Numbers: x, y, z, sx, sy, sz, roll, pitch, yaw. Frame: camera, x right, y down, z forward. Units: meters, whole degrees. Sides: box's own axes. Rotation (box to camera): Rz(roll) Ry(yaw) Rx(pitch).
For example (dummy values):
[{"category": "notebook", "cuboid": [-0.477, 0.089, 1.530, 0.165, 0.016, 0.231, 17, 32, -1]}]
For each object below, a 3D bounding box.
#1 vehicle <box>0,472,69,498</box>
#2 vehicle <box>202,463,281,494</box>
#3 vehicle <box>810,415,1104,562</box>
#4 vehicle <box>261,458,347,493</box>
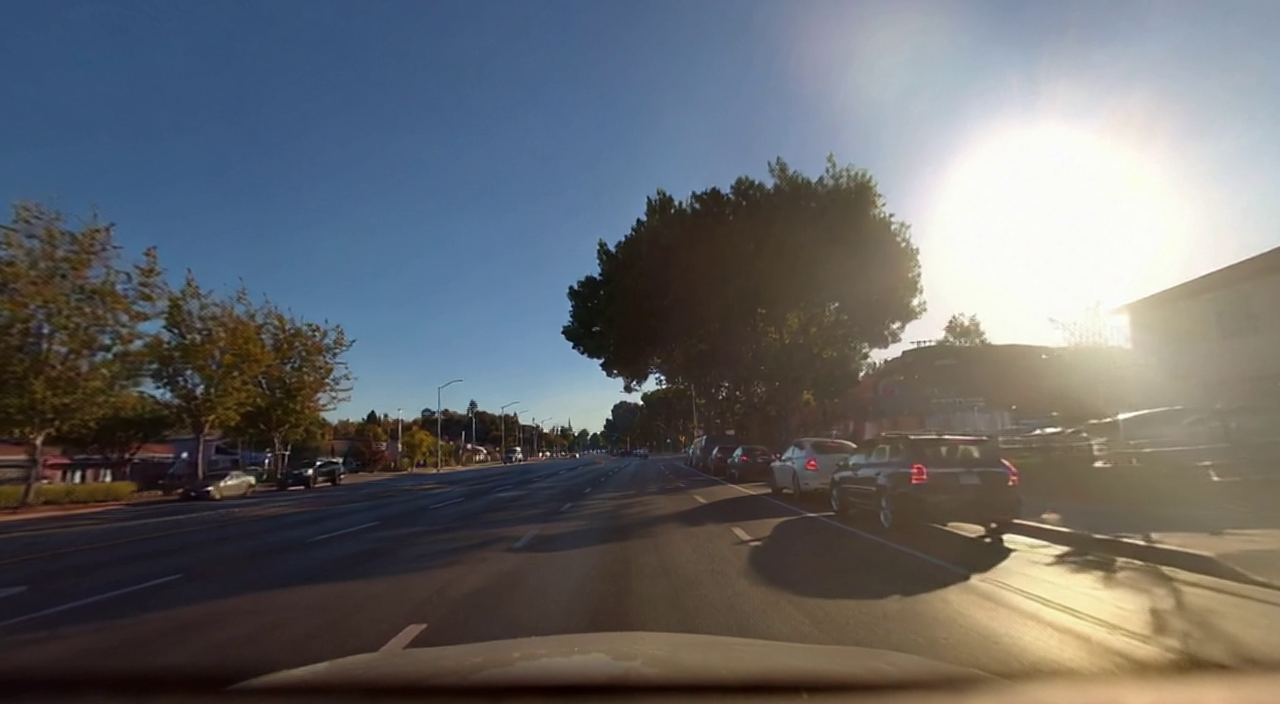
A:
[{"category": "vehicle", "cuboid": [-41.535, 8.875, 42.178, 4.609, 1.553, 2.129, 0, -9, -1]}, {"category": "vehicle", "cuboid": [-28.977, 9.180, 46.043, 4.426, 1.782, 2.056, -4, -8, 1]}, {"category": "vehicle", "cuboid": [4.447, 1.998, 10.009, 2.094, 1.731, 4.763, 0, -9, -1]}, {"category": "vehicle", "cuboid": [-19.567, 7.183, 37.075, 2.166, 1.804, 4.897, -1, -9, 3]}]
